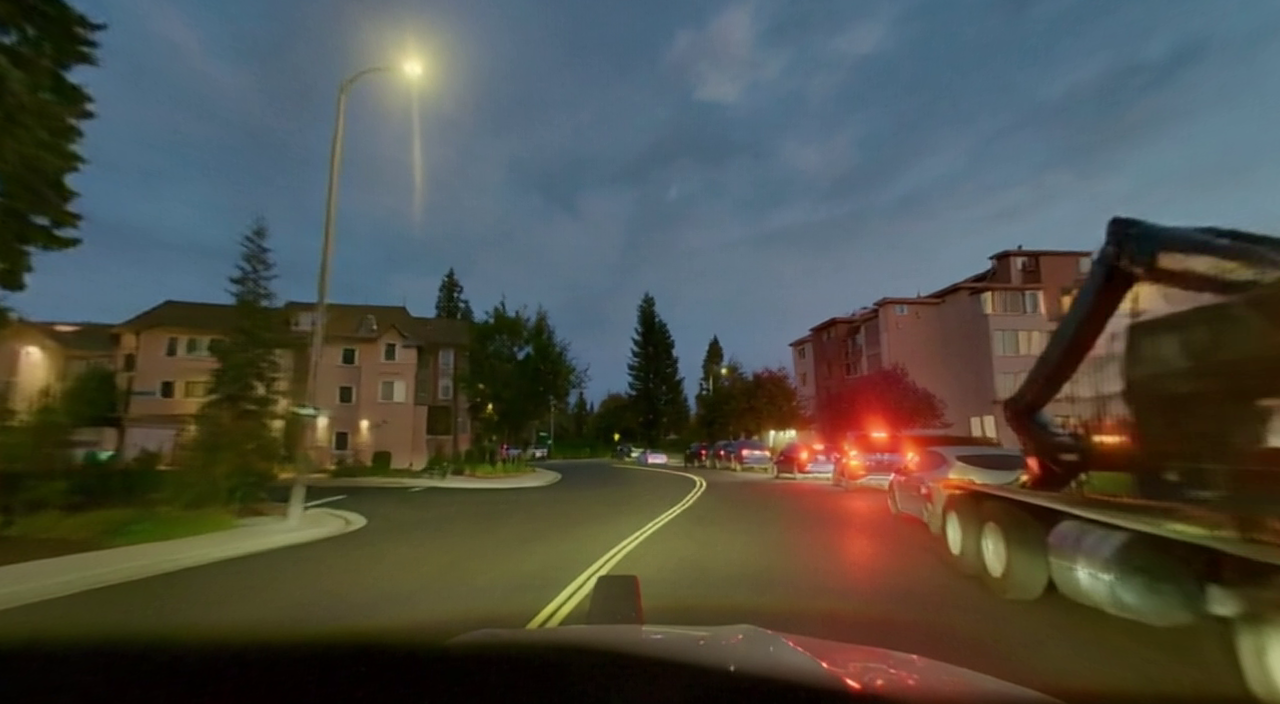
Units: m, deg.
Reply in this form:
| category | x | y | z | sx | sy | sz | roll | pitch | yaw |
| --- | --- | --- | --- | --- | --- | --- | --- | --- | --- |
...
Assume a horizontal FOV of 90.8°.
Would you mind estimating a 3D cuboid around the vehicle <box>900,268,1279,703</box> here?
| category | x | y | z | sx | sy | sz | roll | pitch | yaw |
| --- | --- | --- | --- | --- | --- | --- | --- | --- | --- |
| vehicle | 4.080 | 0.925 | 3.797 | 2.874 | 2.021 | 7.293 | -1 | -9 | 8 |

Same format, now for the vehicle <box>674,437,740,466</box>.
| category | x | y | z | sx | sy | sz | roll | pitch | yaw |
| --- | --- | --- | --- | --- | --- | --- | --- | --- | --- |
| vehicle | 4.662 | 7.102 | 45.379 | 2.511 | 1.904 | 6.143 | 3 | -9 | -16 |

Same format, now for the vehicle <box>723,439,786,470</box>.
| category | x | y | z | sx | sy | sz | roll | pitch | yaw |
| --- | --- | --- | --- | --- | --- | --- | --- | --- | --- |
| vehicle | 6.683 | 6.062 | 37.426 | 1.967 | 1.698 | 4.649 | 2 | -9 | -12 |
